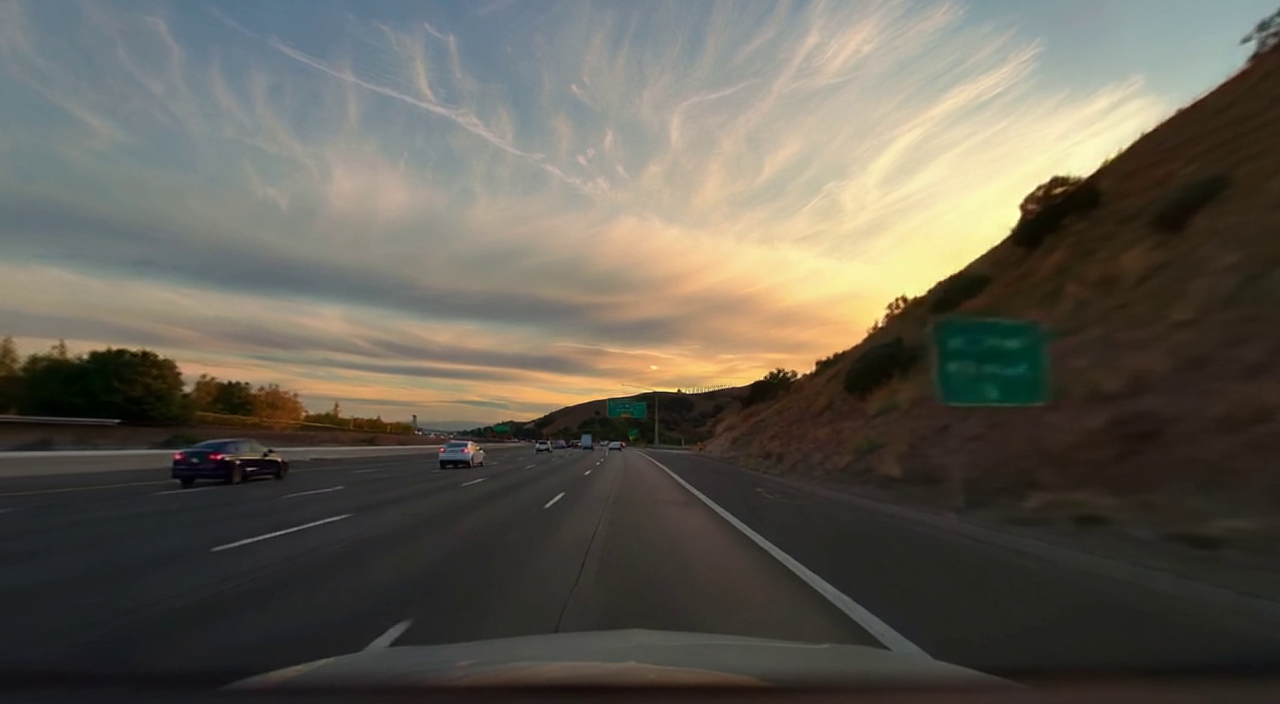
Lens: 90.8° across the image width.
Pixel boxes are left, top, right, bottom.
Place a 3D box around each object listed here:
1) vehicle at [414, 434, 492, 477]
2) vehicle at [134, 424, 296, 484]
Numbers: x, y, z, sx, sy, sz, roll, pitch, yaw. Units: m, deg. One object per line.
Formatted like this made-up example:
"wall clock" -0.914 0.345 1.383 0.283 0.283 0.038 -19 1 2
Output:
"vehicle" -8.038 4.488 27.596 2.104 1.715 4.319 0 -9 -1
"vehicle" -15.450 3.764 23.491 2.240 1.953 5.452 0 -9 -1
